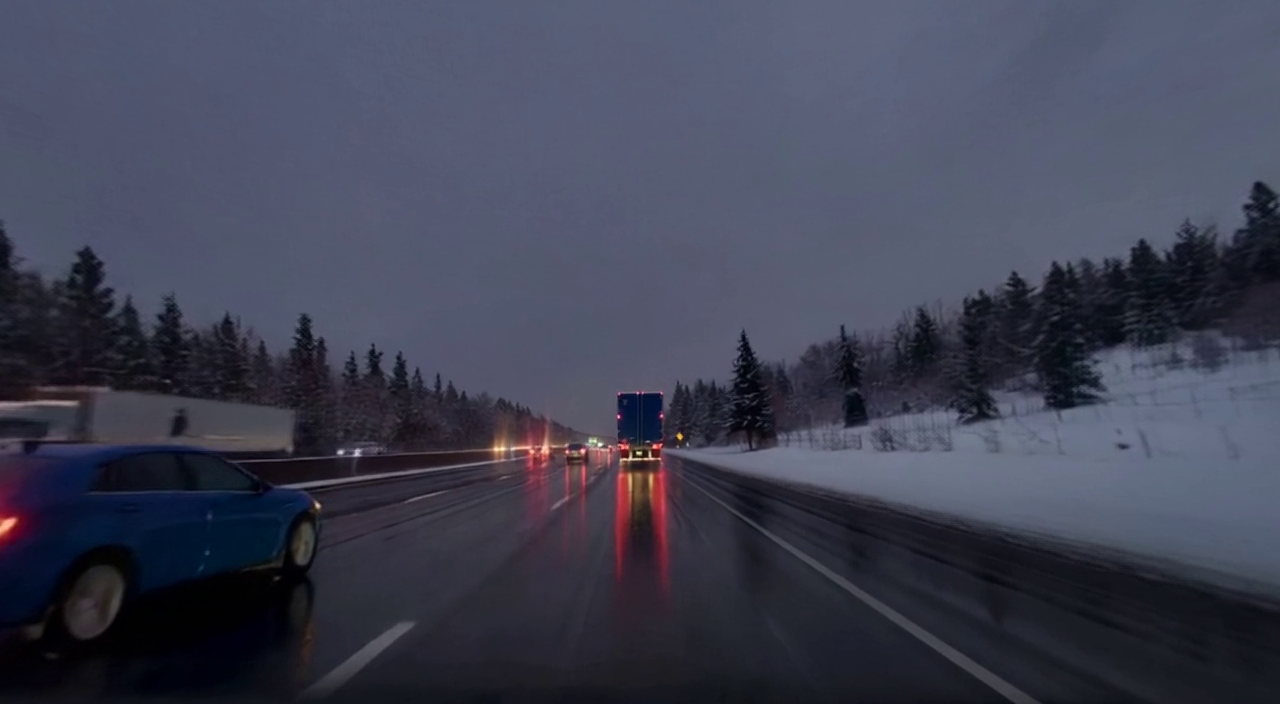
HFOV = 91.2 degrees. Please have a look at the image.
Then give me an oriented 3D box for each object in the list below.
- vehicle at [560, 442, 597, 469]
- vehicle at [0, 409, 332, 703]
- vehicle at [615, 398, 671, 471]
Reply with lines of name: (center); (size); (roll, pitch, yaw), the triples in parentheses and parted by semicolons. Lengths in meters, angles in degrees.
vehicle: (-3.889, 6.606, 40.094); (2.006, 1.572, 4.082); (0, -9, -1)
vehicle: (-4.226, 1.284, 4.672); (1.895, 1.500, 3.808); (0, -9, 0)
vehicle: (0.116, 5.513, 40.916); (3.123, 4.094, 10.812); (0, -9, 0)
